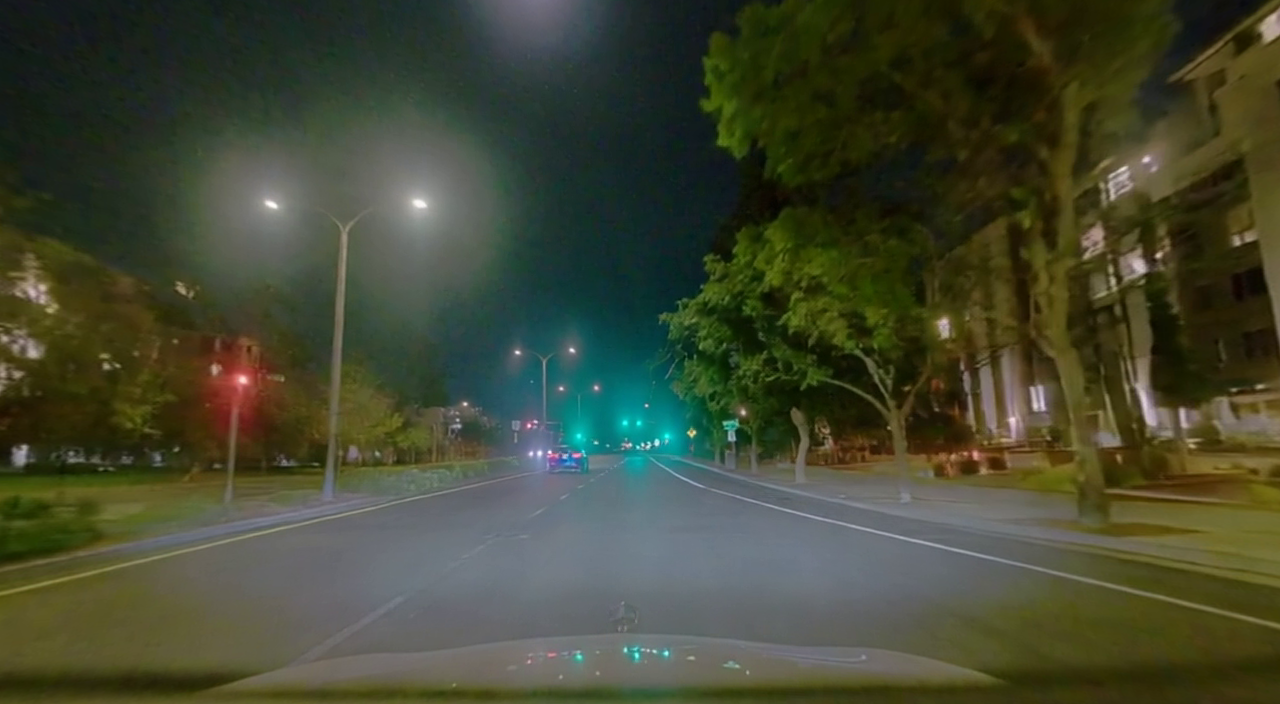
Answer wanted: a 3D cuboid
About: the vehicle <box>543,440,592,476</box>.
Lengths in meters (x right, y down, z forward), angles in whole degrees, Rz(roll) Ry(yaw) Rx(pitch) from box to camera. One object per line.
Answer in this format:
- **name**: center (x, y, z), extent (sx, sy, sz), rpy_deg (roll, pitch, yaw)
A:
- **vehicle**: center (-3.713, 5.467, 32.939), extent (1.993, 1.733, 4.262), rpy_deg (0, -8, 1)
